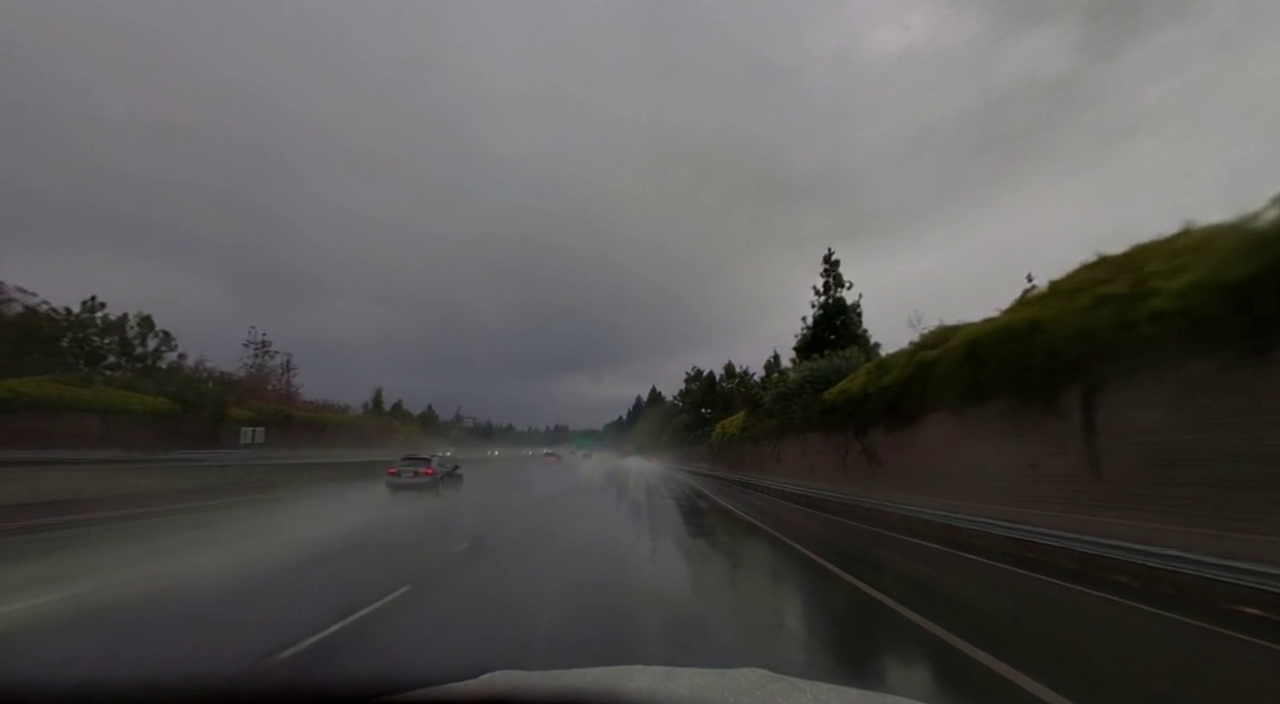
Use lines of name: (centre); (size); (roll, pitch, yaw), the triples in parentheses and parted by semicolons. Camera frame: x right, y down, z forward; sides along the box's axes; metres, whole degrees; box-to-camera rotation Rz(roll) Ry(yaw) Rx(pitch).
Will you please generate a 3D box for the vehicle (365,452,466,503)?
vehicle: (-7.044, 3.942, 20.197); (1.782, 1.441, 3.751); (0, -9, 1)
